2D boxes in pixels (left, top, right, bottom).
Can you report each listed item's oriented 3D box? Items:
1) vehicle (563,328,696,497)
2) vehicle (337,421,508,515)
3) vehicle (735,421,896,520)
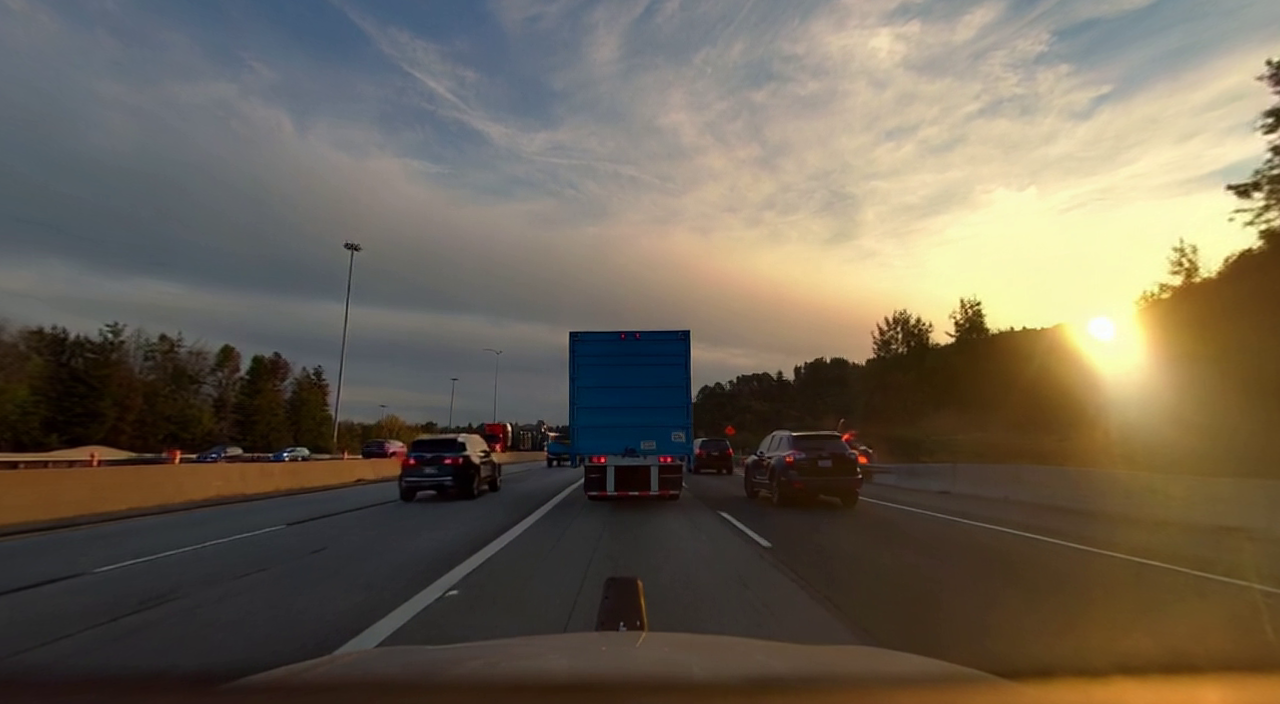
[{"bbox_3d":[-0.303,2.150,19.785,3.067,3.940,10.154,0,-9,-1],"label":"vehicle"},{"bbox_3d":[-4.566,2.530,14.153,2.095,1.736,4.529,0,-9,2],"label":"vehicle"},{"bbox_3d":[3.406,2.402,13.180,2.103,1.713,4.173,0,-9,-1],"label":"vehicle"}]
